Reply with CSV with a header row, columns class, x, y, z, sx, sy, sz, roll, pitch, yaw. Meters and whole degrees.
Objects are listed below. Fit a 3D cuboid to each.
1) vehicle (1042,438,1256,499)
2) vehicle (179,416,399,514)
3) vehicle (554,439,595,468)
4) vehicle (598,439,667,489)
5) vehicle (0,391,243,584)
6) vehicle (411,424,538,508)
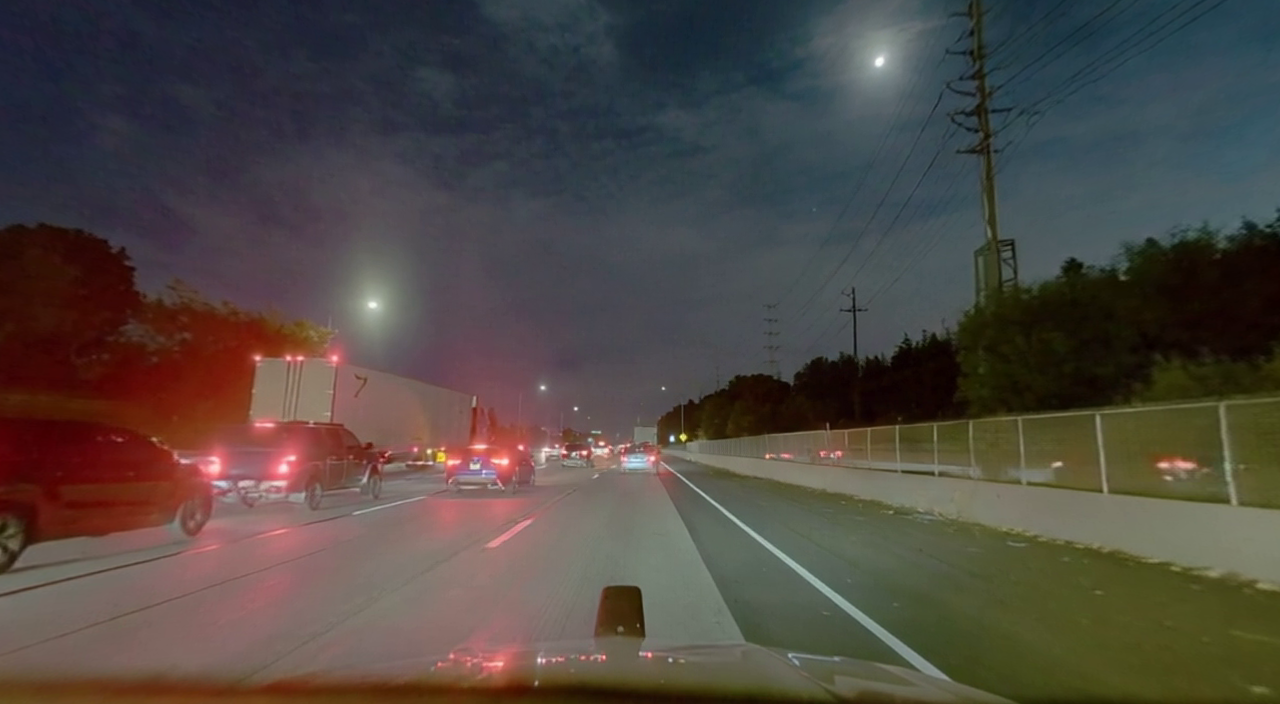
class,x,y,z,sx,sy,sz,roll,pitch,yaw
vehicle,14.088,3.229,17.993,2.027,1.478,4.849,0,-9,-1
vehicle,-7.572,2.500,14.453,2.054,1.825,5.072,0,-8,1
vehicle,-3.981,6.260,39.175,1.976,1.705,4.176,0,-8,1
vehicle,-0.256,3.686,21.122,2.089,1.477,3.818,0,-8,-1
vehicle,-6.941,1.448,7.134,2.027,1.762,4.386,0,-9,0
vehicle,-3.799,2.701,15.354,1.923,1.716,4.289,0,-9,0
